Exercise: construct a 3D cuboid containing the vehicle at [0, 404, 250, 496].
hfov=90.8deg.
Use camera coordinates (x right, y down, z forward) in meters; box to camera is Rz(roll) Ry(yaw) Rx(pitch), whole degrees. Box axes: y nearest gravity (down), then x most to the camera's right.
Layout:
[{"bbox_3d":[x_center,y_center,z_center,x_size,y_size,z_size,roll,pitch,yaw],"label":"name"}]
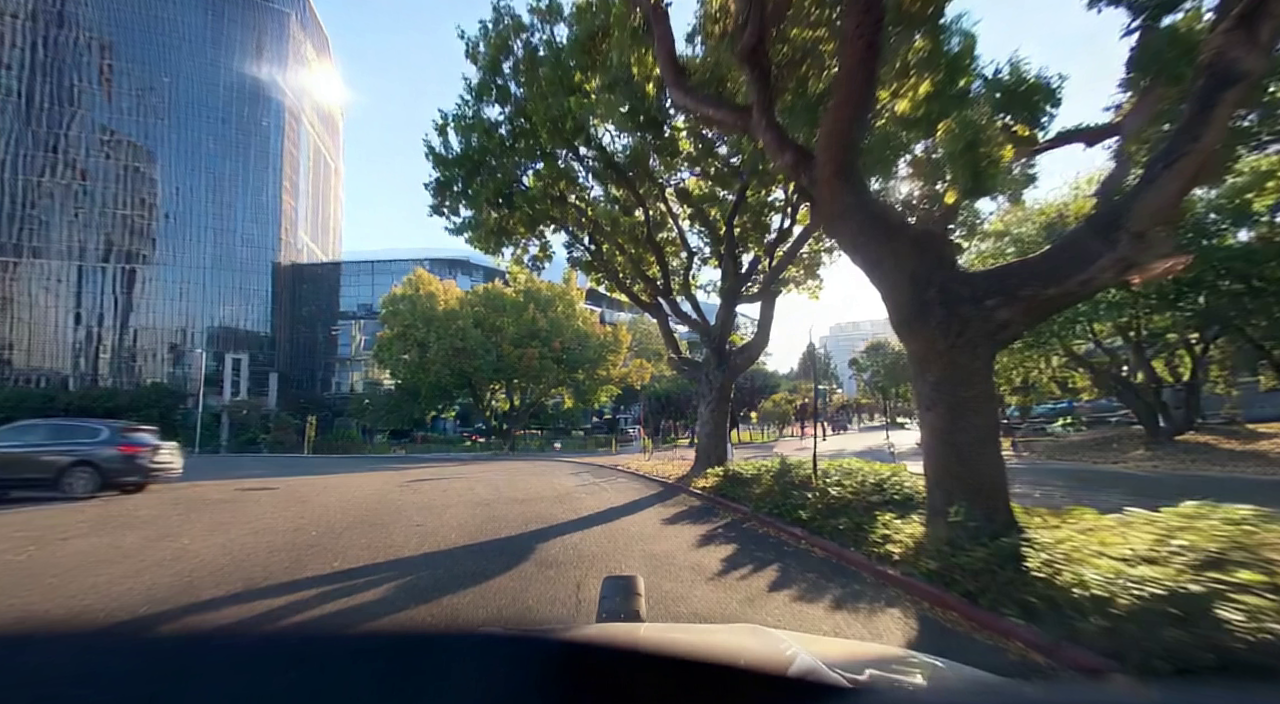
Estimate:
[{"bbox_3d":[-10.147,1.783,11.539,4.655,1.505,1.953,2,-9,-11],"label":"vehicle"}]
